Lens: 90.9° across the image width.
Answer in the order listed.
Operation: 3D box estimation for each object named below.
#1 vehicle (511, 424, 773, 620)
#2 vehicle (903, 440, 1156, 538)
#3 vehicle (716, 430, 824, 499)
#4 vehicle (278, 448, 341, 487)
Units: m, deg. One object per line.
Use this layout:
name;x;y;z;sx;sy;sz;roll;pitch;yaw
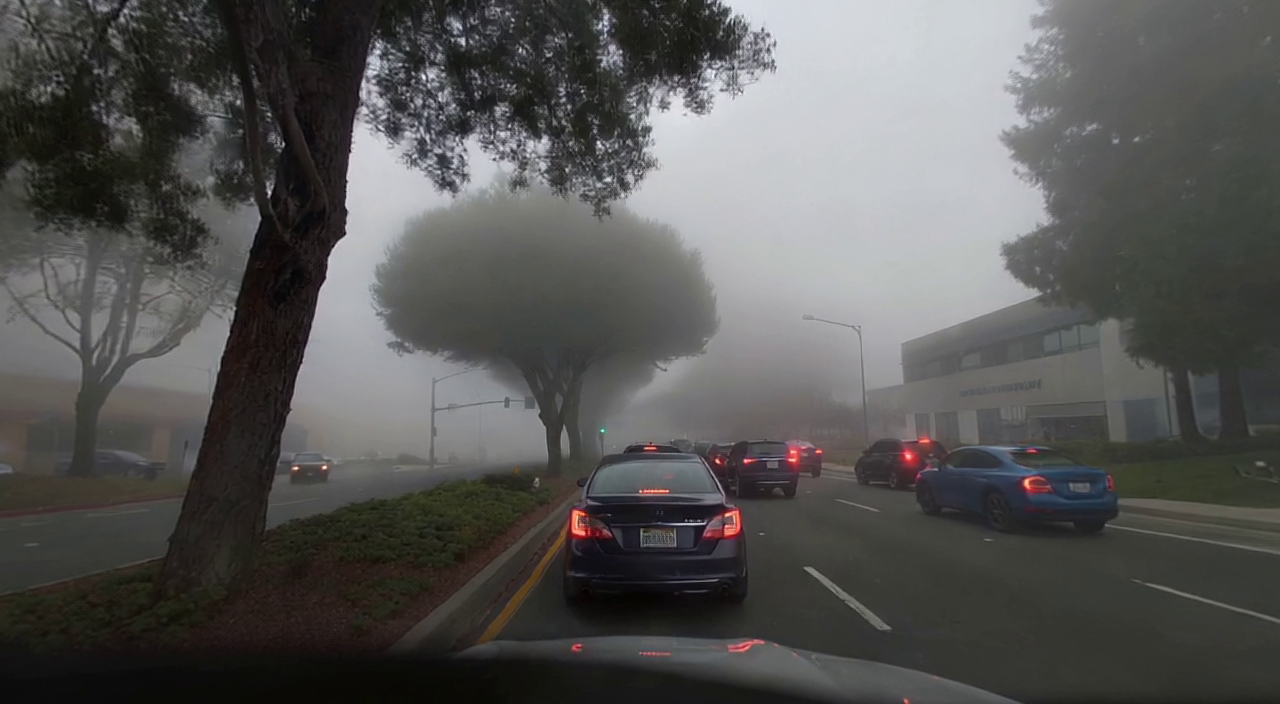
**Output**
vehicle;-0.017;1.609;7.021;1.977;1.465;4.376;0;-8;-1
vehicle;6.836;2.402;11.795;1.911;1.468;4.417;0;-8;0
vehicle;3.608;3.207;18.457;2.114;1.736;4.553;0;-8;-1
vehicle;-16.741;5.743;31.789;2.163;1.743;4.428;6;-10;-34
